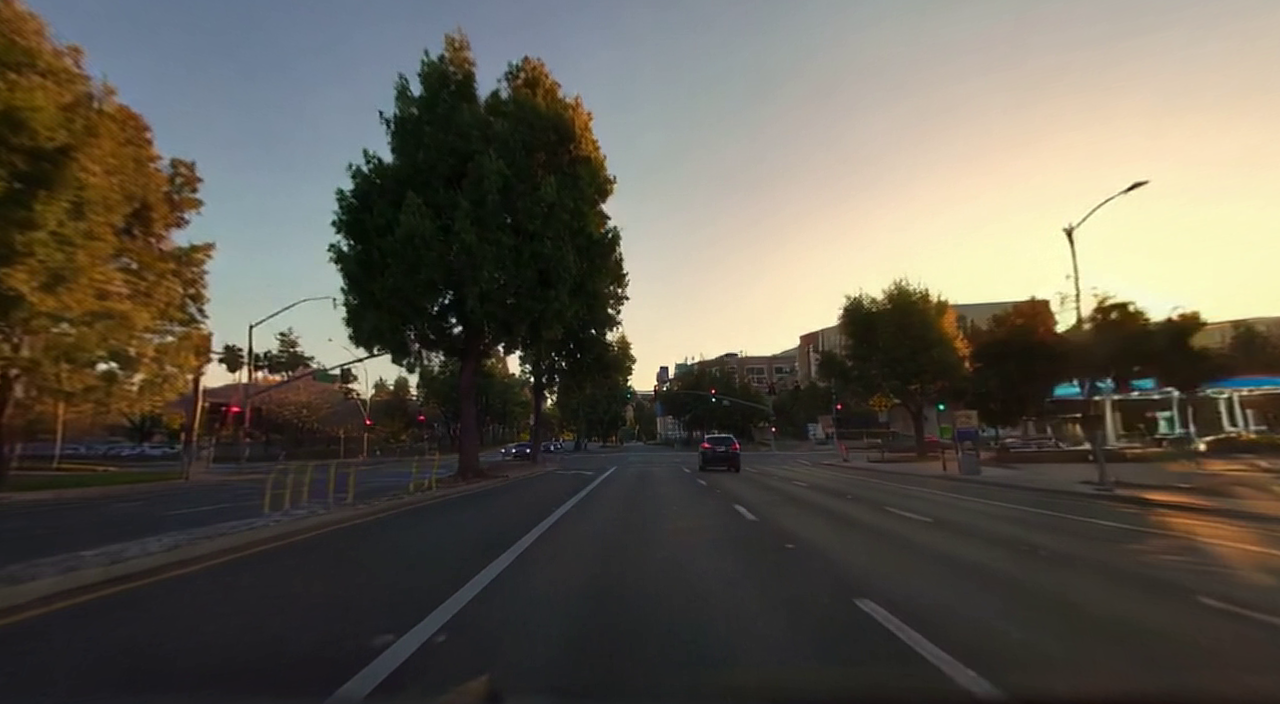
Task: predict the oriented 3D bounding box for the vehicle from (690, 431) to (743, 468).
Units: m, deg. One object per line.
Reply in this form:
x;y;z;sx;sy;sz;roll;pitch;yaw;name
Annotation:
3.747;4.902;31.544;2.090;1.717;4.063;0;-8;-1;vehicle
